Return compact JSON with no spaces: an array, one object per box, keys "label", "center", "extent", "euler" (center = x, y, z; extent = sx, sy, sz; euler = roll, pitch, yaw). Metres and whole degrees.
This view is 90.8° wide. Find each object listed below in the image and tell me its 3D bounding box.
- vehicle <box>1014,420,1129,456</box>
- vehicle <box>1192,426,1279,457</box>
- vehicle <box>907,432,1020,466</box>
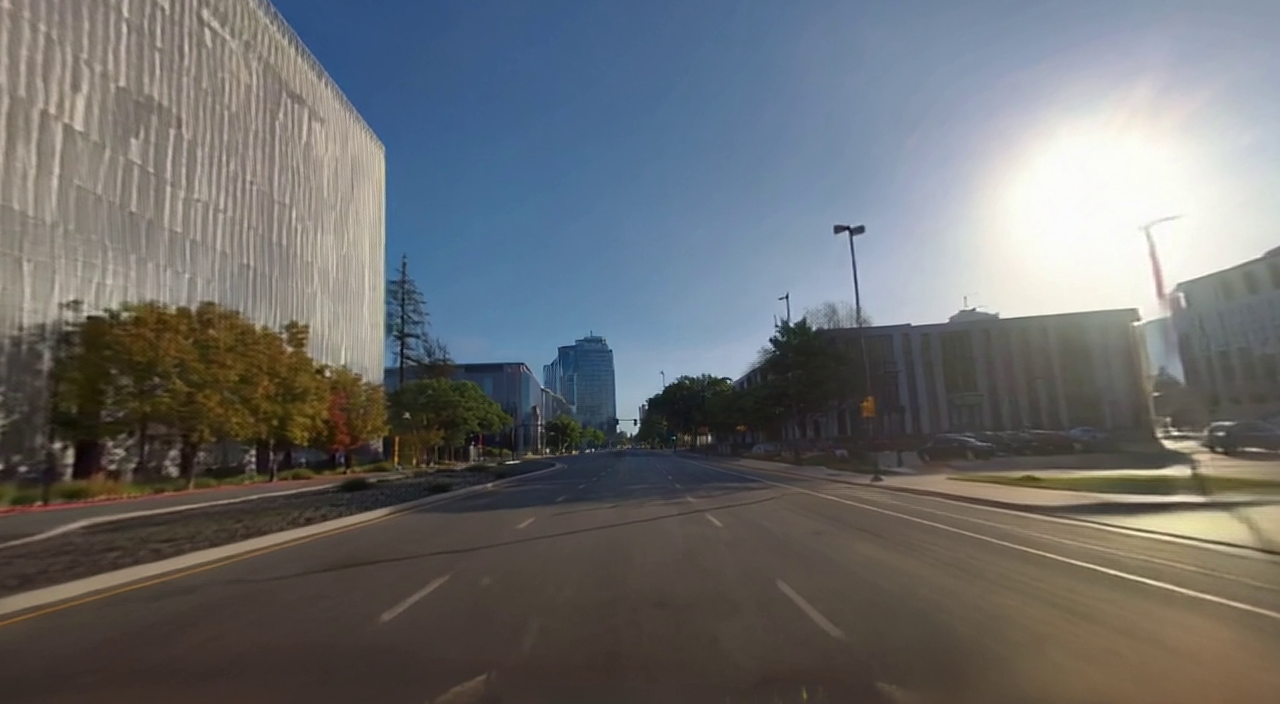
[{"label":"vehicle","center":[30.017,5.995,44.087],"extent":[6.323,2.077,2.262],"euler":[-3,-8,-3]},{"label":"vehicle","center":[30.292,4.411,31.245],"extent":[4.324,1.472,1.711],"euler":[0,-8,-1]},{"label":"vehicle","center":[17.380,5.222,34.121],"extent":[4.938,1.729,2.098],"euler":[0,-8,-4]}]
